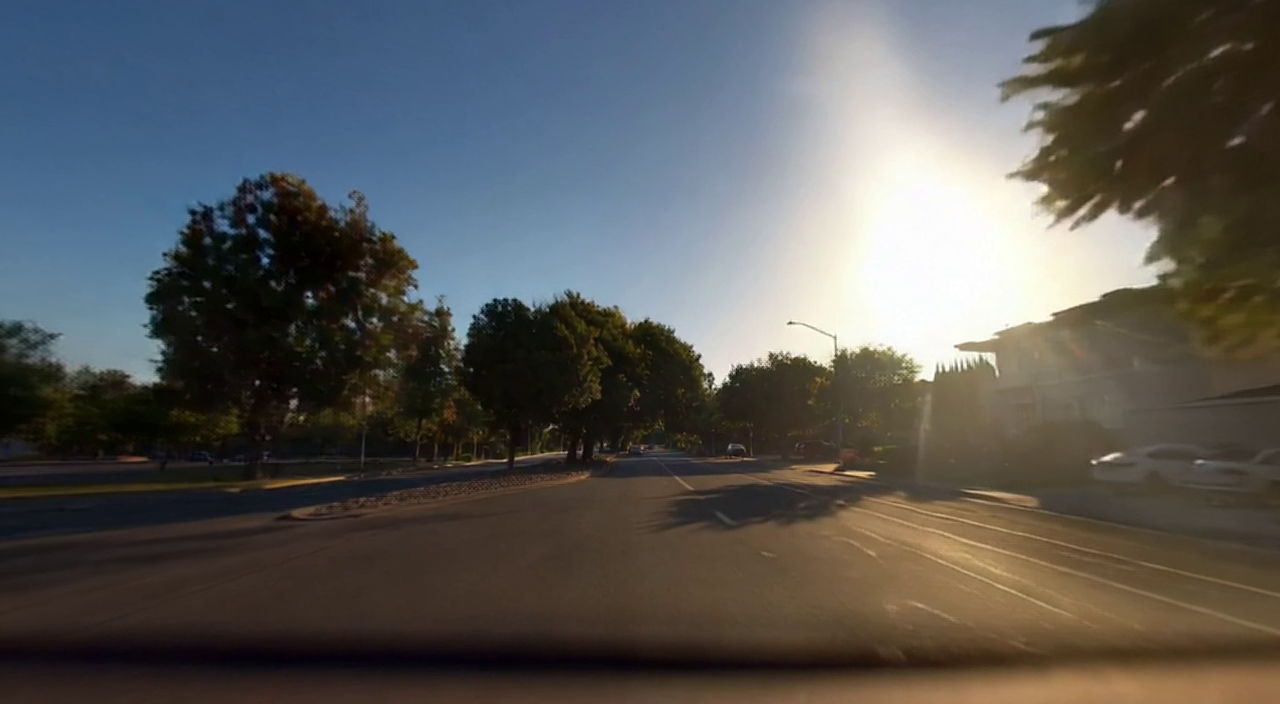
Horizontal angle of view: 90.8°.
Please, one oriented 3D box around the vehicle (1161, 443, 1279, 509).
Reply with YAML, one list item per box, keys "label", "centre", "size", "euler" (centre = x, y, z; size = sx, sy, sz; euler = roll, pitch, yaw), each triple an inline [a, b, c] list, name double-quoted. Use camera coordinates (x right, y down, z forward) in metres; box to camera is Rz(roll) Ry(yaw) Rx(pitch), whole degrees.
- label: "vehicle"
  centre: [15.774, 2.957, 15.255]
  size: [4.592, 1.472, 2.009]
  euler: [0, -9, -1]
